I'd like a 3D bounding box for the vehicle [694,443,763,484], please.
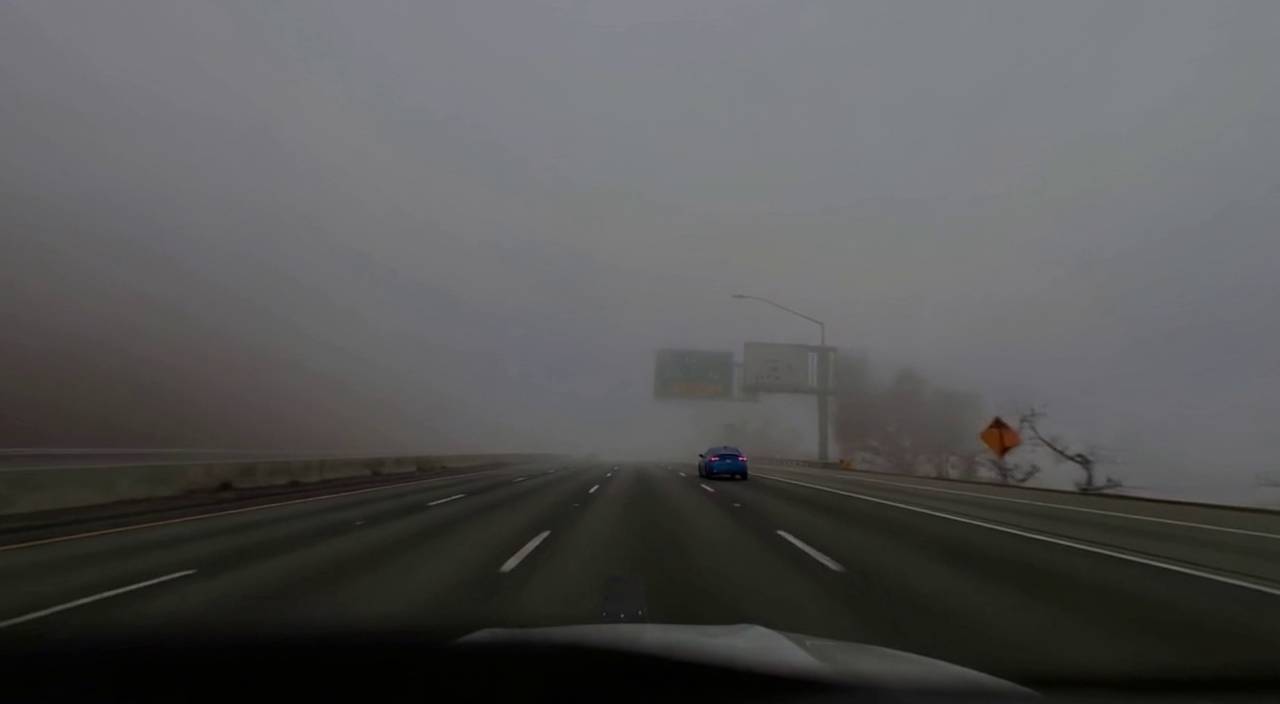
[{"bbox_3d":[3.407,4.402,25.196,2.033,1.501,4.398,0,-9,-1],"label":"vehicle"}]
